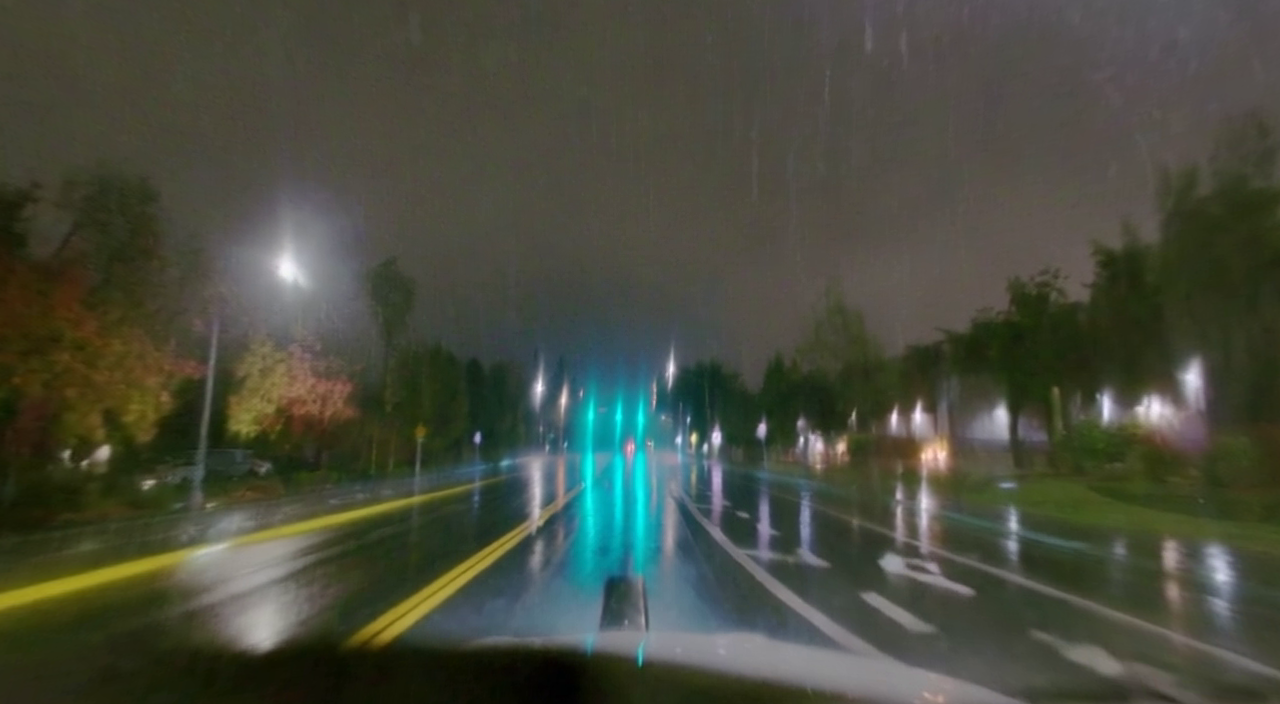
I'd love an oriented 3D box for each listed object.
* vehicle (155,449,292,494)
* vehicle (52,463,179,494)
[{"bbox_3d":[-21.913,6.285,33.322,5.841,1.902,2.244,-4,-9,4],"label":"vehicle"},{"bbox_3d":[-27.752,6.712,33.499,4.696,1.518,2.224,0,-8,-2],"label":"vehicle"}]
